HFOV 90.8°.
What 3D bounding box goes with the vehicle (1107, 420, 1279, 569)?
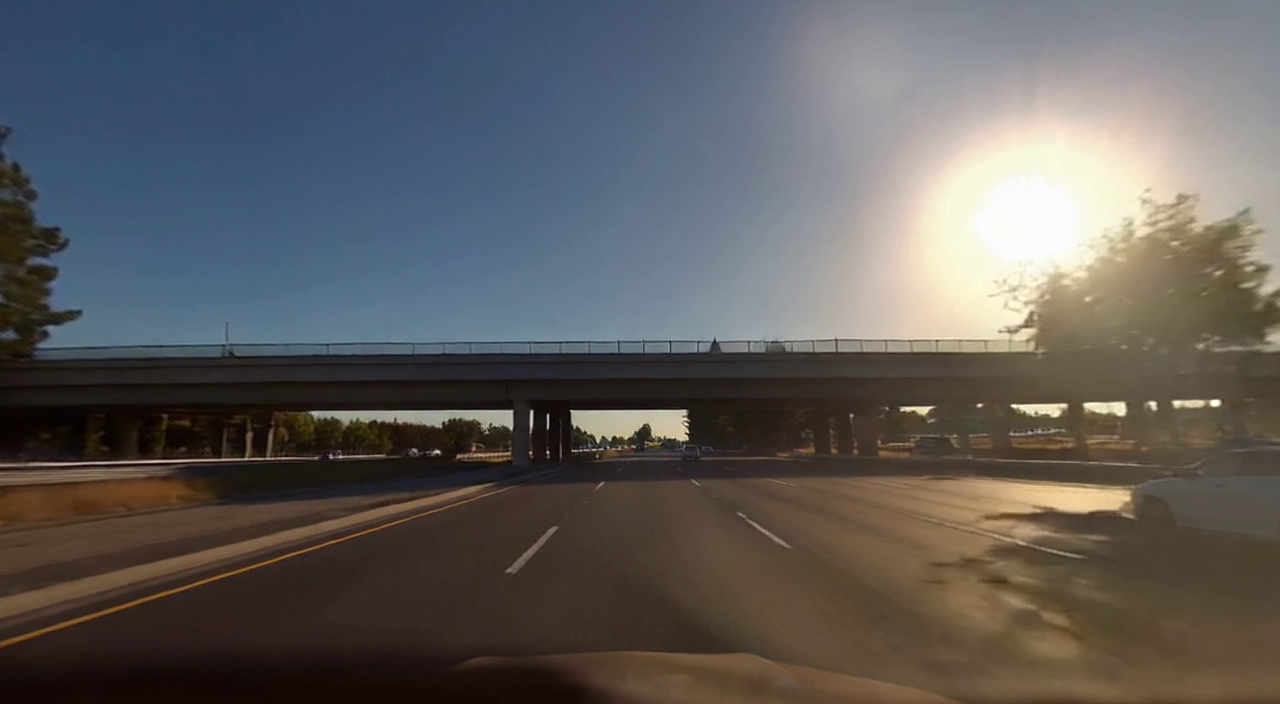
[{"bbox_3d":[7.935,1.606,7.210,1.862,1.613,4.316,0,-9,0],"label":"vehicle"}]
